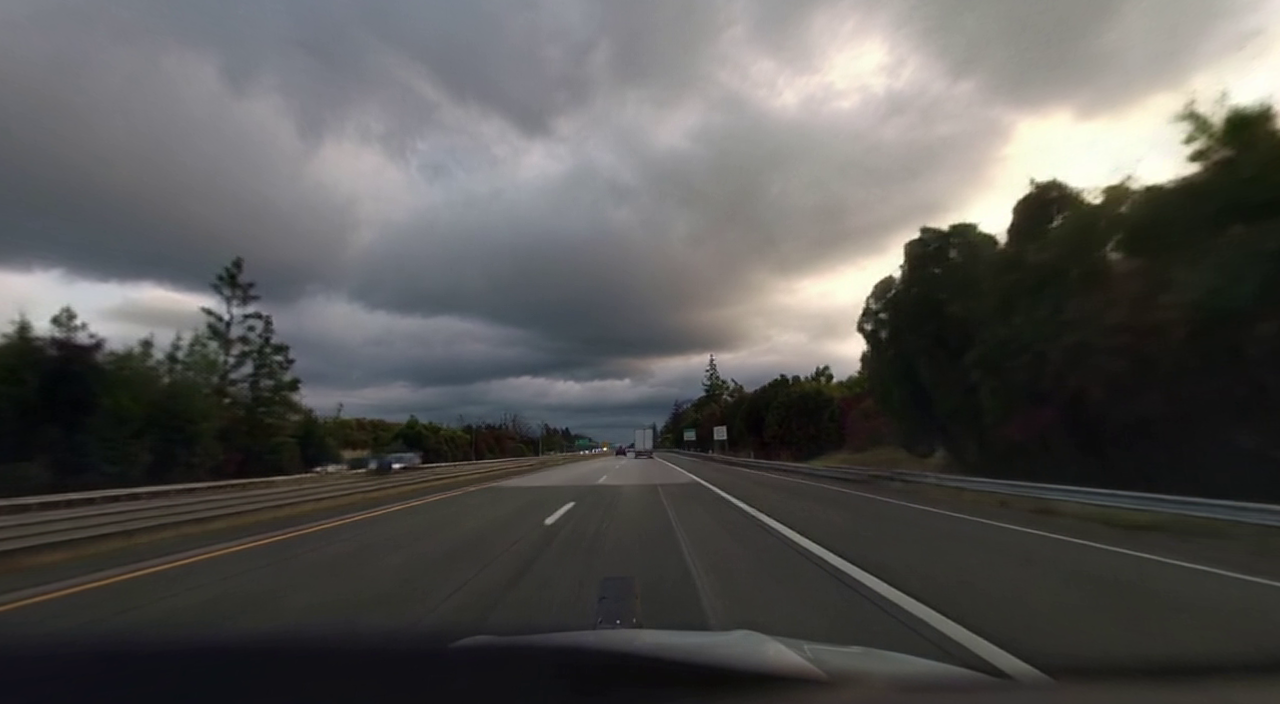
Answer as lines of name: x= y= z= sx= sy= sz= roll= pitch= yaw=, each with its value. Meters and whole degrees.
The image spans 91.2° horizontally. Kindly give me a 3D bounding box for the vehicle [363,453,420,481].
vehicle: x=-17.201 y=7.960 z=43.615 sx=1.978 sy=1.828 sz=4.675 roll=0 pitch=-9 yaw=0
